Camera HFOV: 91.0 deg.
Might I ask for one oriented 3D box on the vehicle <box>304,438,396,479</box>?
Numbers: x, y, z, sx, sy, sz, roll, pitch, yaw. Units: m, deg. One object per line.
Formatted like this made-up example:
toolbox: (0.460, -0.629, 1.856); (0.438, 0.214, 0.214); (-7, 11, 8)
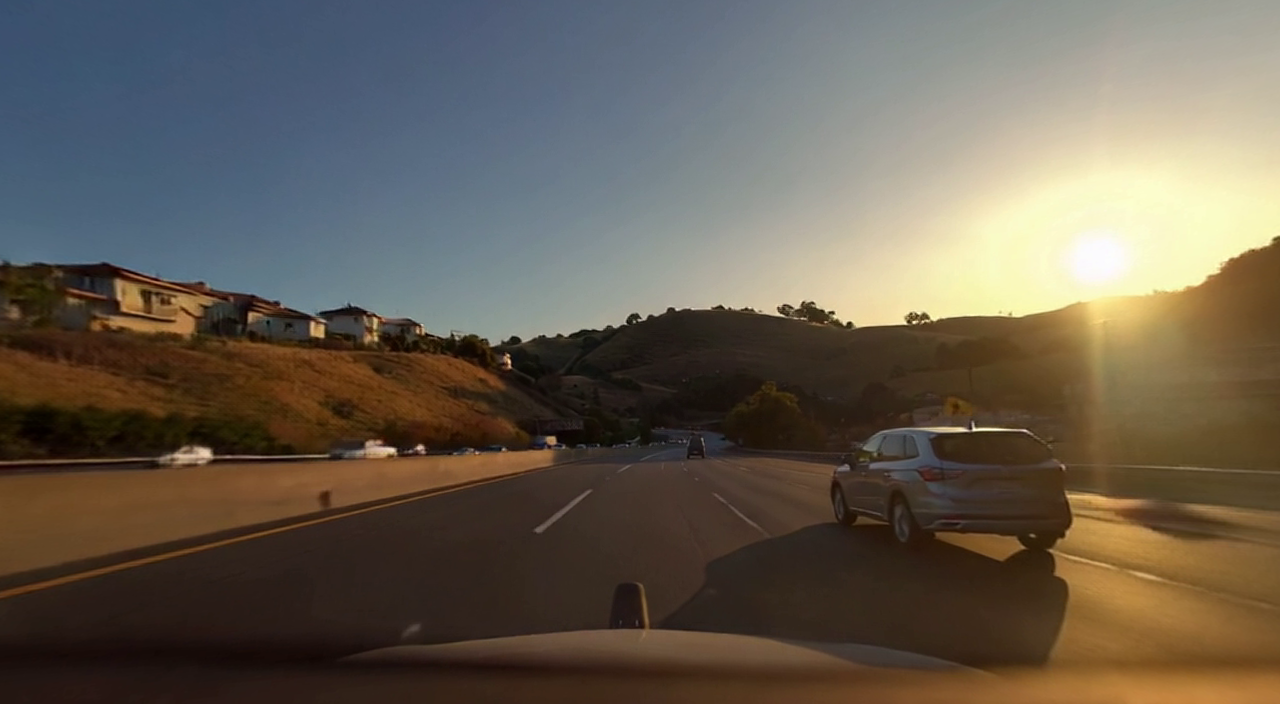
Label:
vehicle: (-16.217, 5.953, 35.643); (2.238, 2.109, 5.879); (0, -9, 2)

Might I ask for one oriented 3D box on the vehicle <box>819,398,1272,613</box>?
vehicle: (4.022, 1.612, 7.568); (2.318, 1.766, 4.587); (0, -9, -1)

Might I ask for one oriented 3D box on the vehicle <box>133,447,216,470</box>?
vehicle: (-32.364, 7.395, 43.927); (1.971, 1.477, 4.562); (-1, -9, 5)
